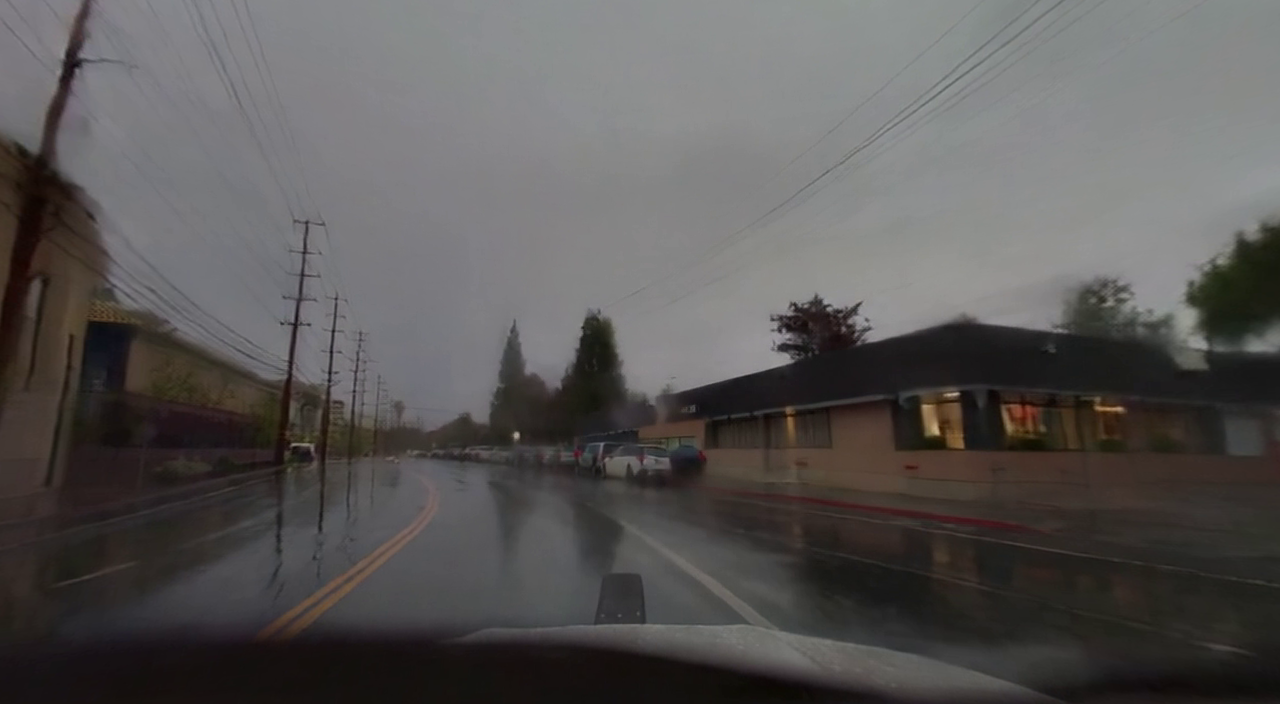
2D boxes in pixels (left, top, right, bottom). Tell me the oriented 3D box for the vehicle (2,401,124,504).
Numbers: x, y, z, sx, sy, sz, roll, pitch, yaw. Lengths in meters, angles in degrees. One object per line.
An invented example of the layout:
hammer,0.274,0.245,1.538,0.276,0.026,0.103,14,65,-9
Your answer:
vehicle,-17.402,2.985,19.172,1.716,2.808,3.001,0,-7,-23

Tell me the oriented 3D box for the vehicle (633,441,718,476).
vehicle,1.832,5.101,30.579,2.074,1.526,4.853,-5,-10,31
